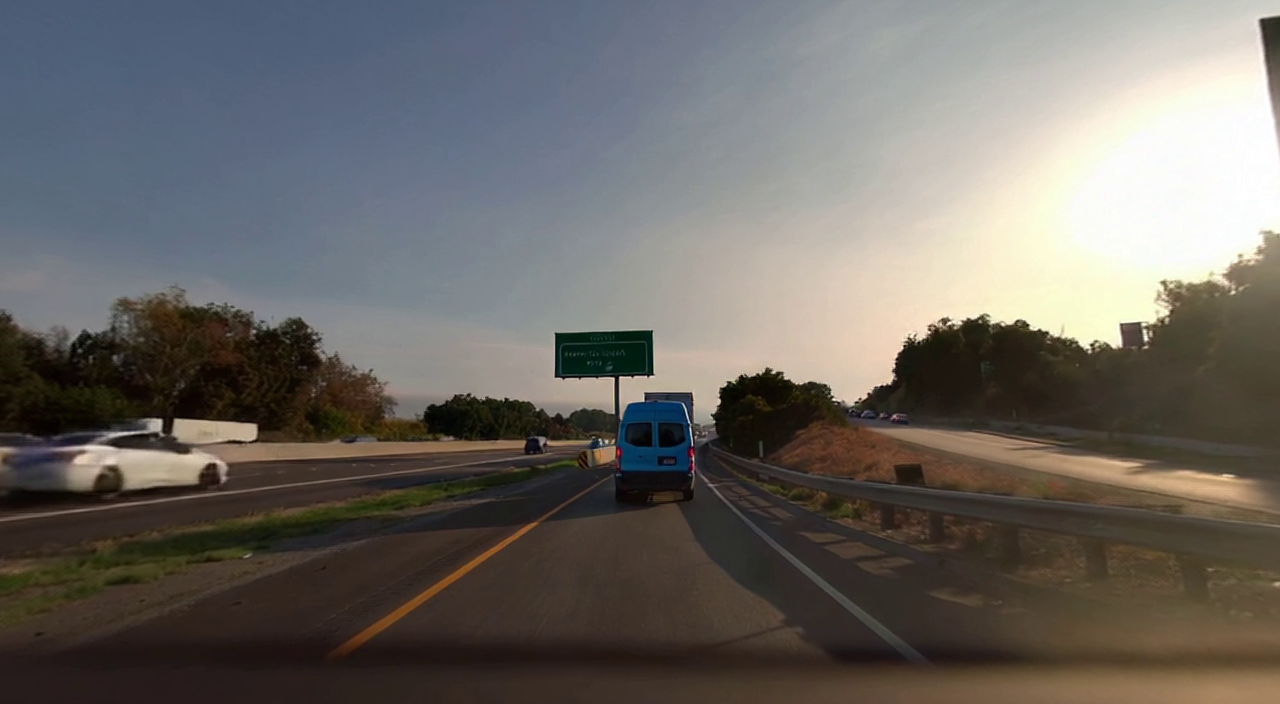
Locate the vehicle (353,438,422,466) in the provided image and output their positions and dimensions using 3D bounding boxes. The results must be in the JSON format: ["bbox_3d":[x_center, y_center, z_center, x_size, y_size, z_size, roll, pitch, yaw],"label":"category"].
[{"bbox_3d":[-15.444,6.119,38.847,2.046,1.585,4.743,-1,-8,4],"label":"vehicle"}]

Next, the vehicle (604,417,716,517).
[{"bbox_3d":[0.311,2.440,13.913,2.043,1.821,4.558,0,-8,-1],"label":"vehicle"}]

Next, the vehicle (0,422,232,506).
[{"bbox_3d":[-13.078,2.758,16.013,2.104,1.795,4.737,-1,-8,2],"label":"vehicle"}]

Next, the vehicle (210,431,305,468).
[{"bbox_3d":[-20.255,5.182,33.664,2.008,1.823,4.501,-1,-8,3],"label":"vehicle"}]
